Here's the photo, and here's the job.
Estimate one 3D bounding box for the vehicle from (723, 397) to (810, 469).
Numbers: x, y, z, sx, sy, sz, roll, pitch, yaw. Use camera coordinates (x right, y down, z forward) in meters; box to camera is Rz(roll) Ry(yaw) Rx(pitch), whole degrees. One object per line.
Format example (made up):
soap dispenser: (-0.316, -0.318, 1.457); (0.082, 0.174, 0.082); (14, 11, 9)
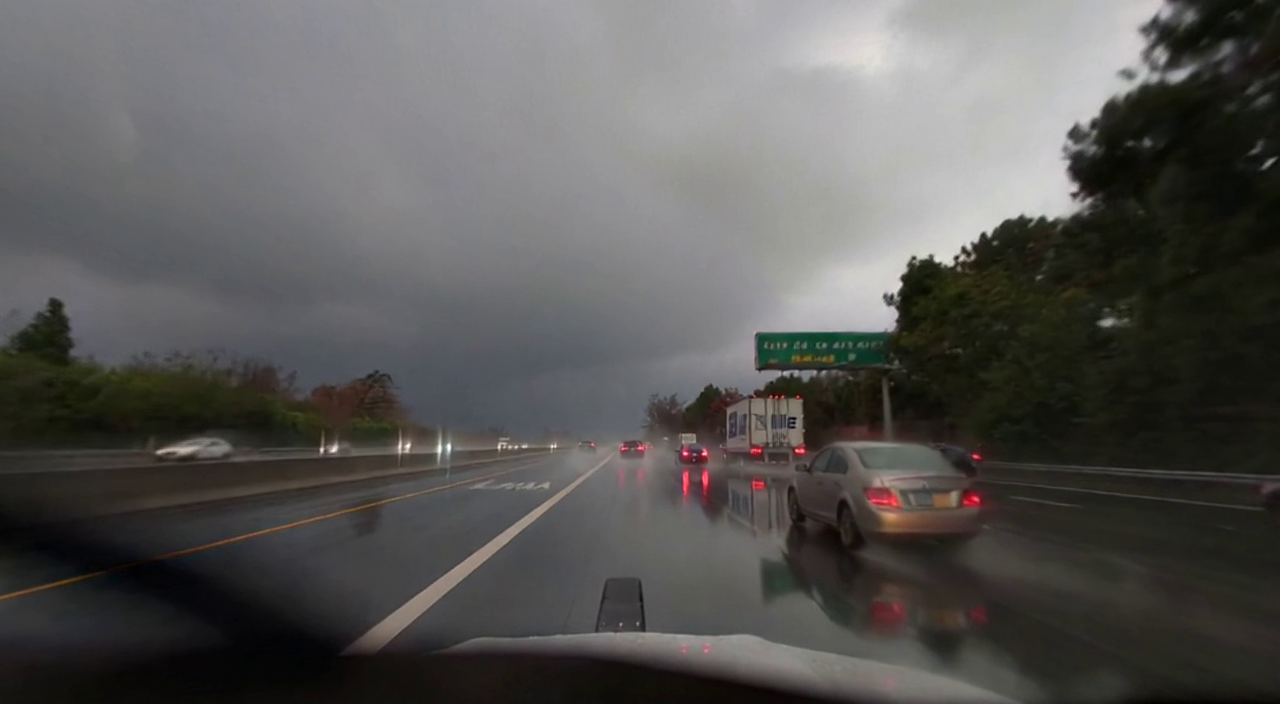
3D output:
vehicle: (7.058, 4.806, 36.701); (2.799, 3.655, 8.627); (0, -9, -3)

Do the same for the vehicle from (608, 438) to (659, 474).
vehicle: (-0.326, 4.576, 27.992); (2.098, 1.475, 3.997); (0, -9, -2)

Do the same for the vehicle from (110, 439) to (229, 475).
vehicle: (-21.050, 4.696, 28.529); (1.891, 1.485, 4.562); (0, -9, -1)

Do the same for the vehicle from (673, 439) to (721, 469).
vehicle: (3.034, 5.585, 34.703); (1.993, 1.504, 4.781); (0, -9, -3)

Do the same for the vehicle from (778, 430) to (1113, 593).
vehicle: (3.206, 1.752, 7.884); (1.865, 1.427, 4.448); (0, -9, -1)
